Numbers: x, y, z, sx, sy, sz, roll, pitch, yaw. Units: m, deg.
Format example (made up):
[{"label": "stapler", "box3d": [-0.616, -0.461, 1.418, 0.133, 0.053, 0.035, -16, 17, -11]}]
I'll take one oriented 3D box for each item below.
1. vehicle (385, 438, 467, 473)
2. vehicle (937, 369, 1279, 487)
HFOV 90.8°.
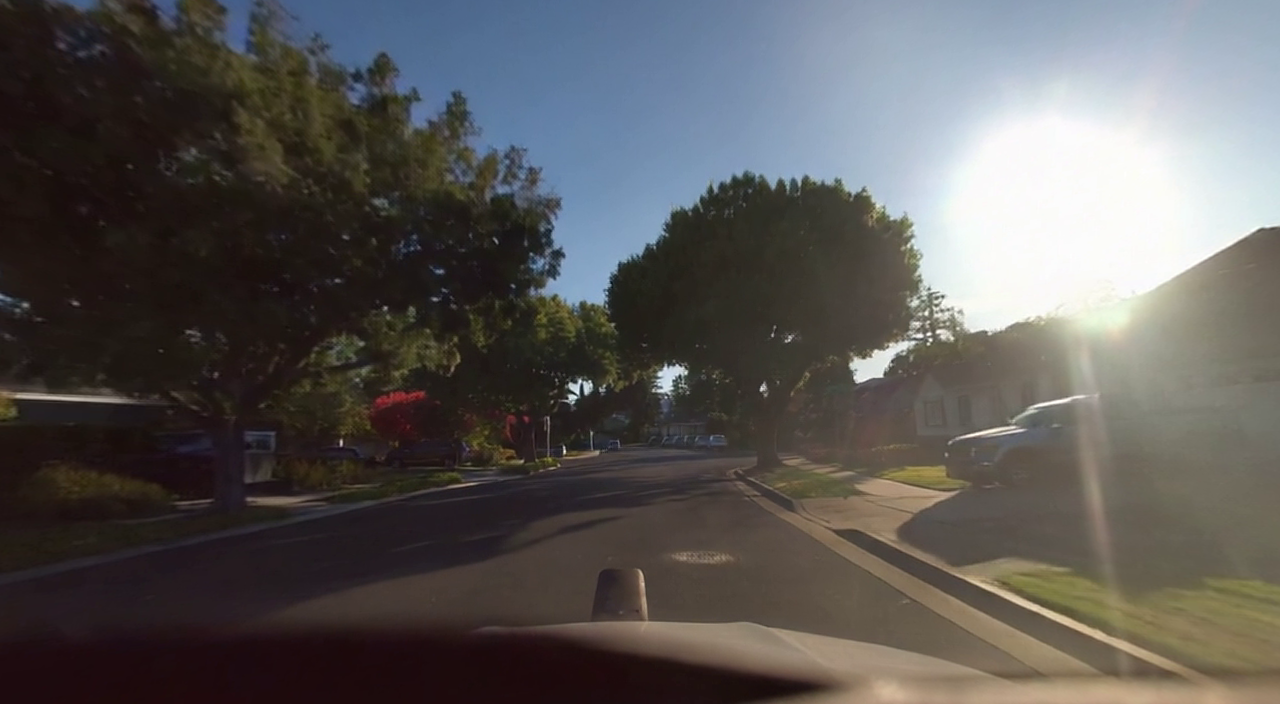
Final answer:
[{"label": "vehicle", "box3d": [-12.799, 6.195, 38.117, 2.315, 1.835, 5.045, -5, -9, 13]}, {"label": "vehicle", "box3d": [10.071, 1.653, 13.523, 6.053, 2.240, 2.582, -1, -8, 2]}]
